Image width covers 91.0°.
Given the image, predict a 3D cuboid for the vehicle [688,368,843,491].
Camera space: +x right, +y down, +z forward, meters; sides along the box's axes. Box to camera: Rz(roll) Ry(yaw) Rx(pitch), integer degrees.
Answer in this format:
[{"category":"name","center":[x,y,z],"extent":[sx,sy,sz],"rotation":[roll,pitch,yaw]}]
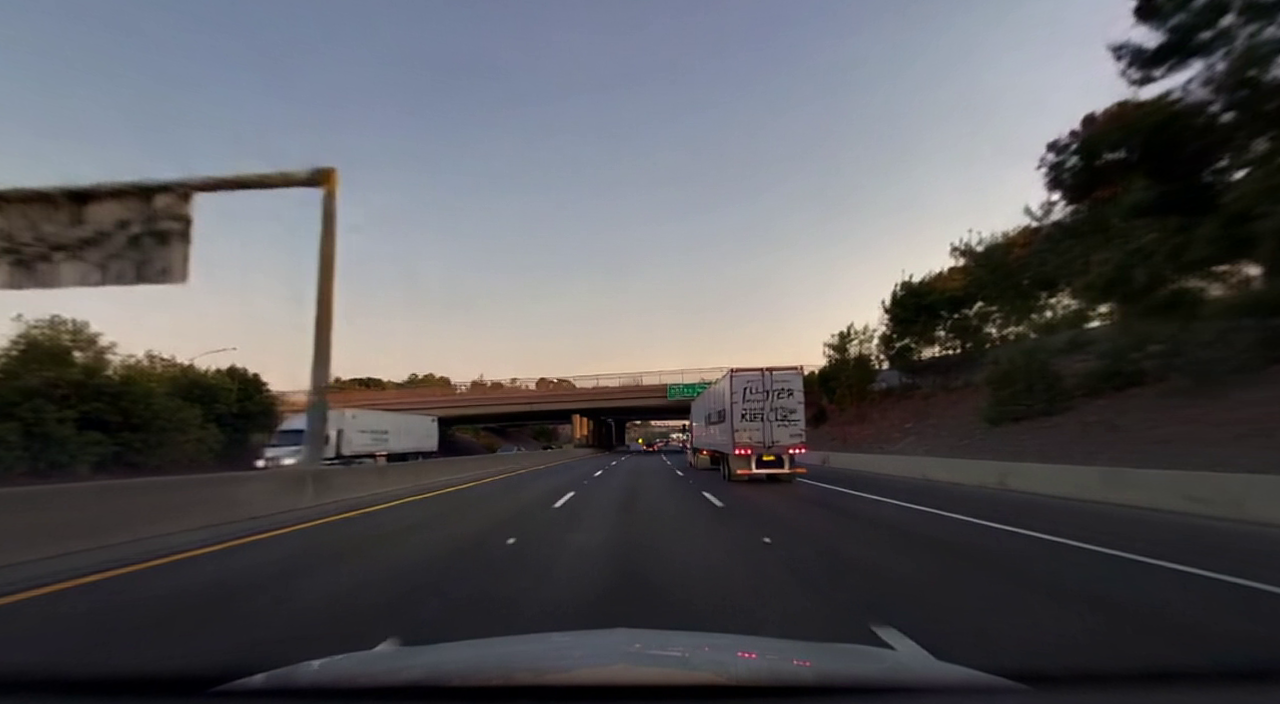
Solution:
[{"category":"vehicle","center":[4.054,3.034,24.007],"extent":[3.306,3.531,11.717],"rotation":[0,-8,-1]}]

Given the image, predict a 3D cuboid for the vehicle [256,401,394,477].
[{"category":"vehicle","center":[-20.156,5.766,41.528],"extent":[3.269,4.283,11.156],"rotation":[0,-8,0]}]
